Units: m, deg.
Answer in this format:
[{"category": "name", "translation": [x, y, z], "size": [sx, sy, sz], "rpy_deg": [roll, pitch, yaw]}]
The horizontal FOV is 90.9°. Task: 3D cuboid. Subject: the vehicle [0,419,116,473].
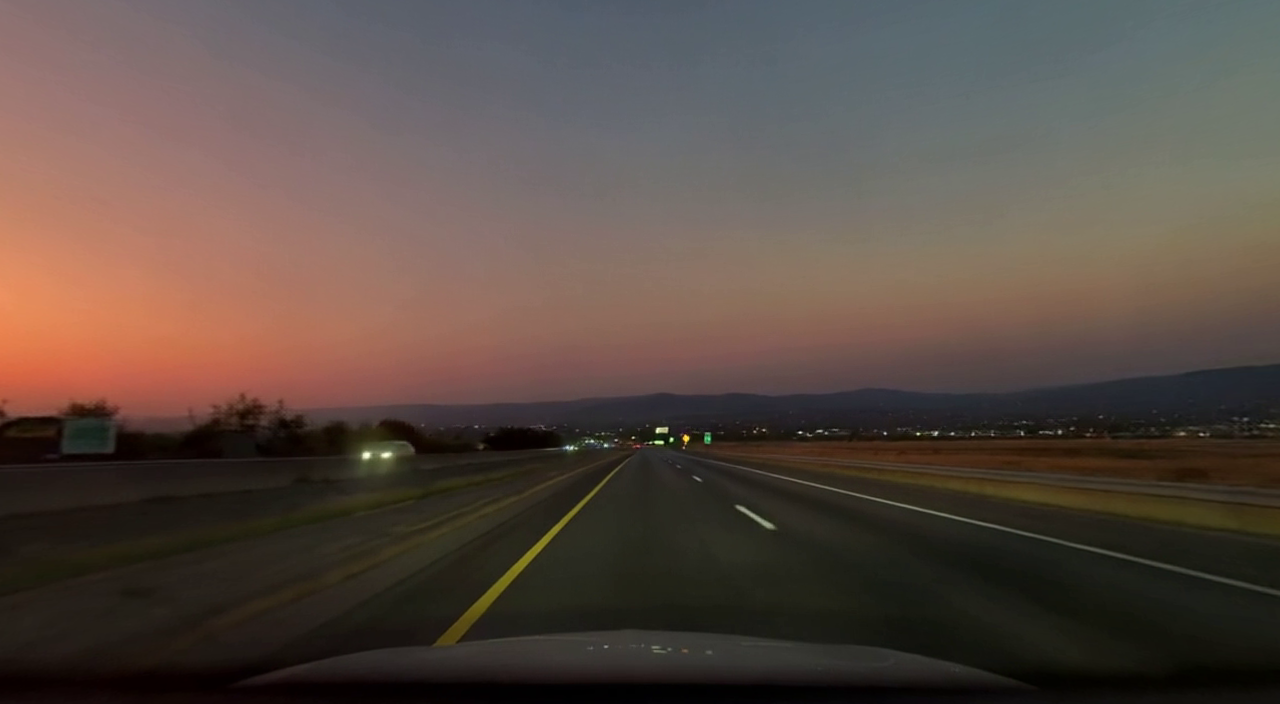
[{"category": "vehicle", "translation": [-39.997, 6.370, 42.899], "size": [2.893, 3.371, 6.704], "rpy_deg": [0, -8, -1]}]
